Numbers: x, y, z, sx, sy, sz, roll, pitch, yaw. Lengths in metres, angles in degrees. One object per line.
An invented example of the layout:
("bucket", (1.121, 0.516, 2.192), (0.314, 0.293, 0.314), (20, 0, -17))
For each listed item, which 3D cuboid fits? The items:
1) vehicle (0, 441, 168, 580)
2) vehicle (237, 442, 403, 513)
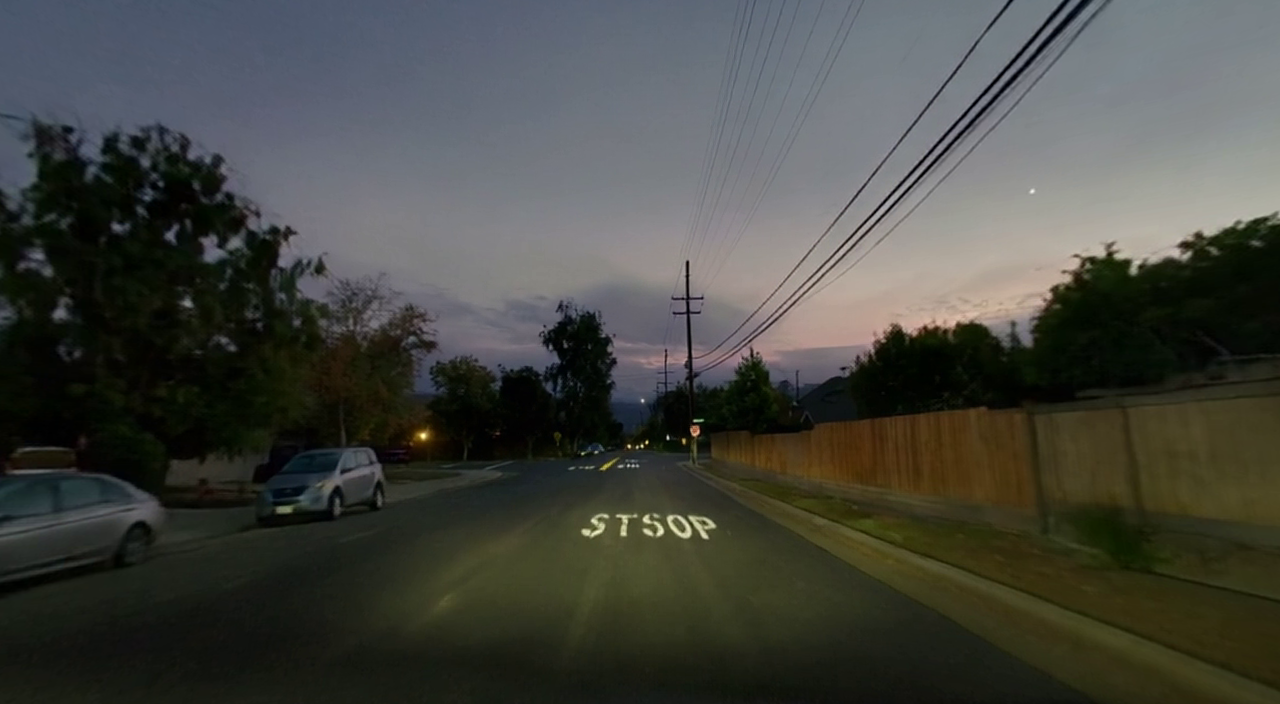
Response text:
("vehicle", (-8.509, 1.933, 7.866), (1.950, 1.627, 4.027), (-1, -9, 4))
("vehicle", (-8.464, 3.318, 17.220), (2.047, 1.679, 3.948), (-1, -9, 8))
